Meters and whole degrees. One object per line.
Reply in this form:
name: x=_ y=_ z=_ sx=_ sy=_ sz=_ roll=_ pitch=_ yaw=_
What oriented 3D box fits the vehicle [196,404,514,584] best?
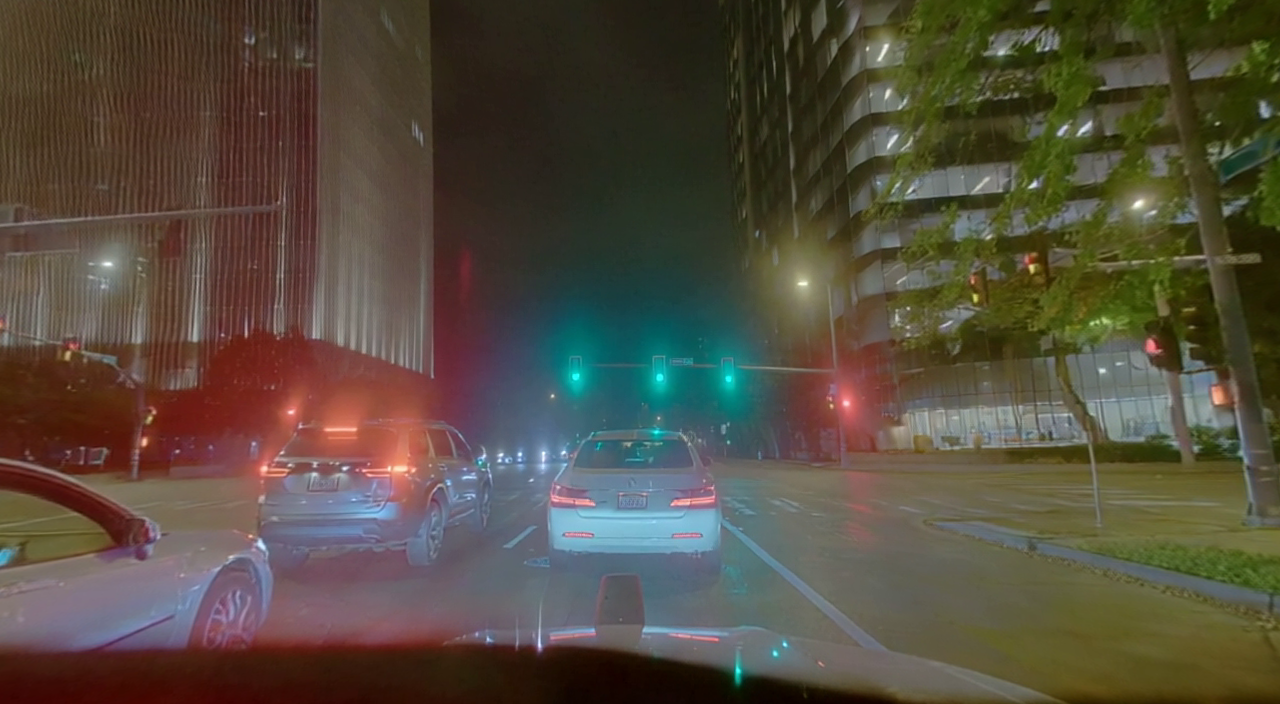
vehicle: x=-3.186 y=1.688 z=8.344 sx=2.081 sy=1.719 sz=4.434 roll=0 pitch=-8 yaw=1

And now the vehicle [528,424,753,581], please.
vehicle: x=0.016 y=1.756 z=8.154 sx=2.190 sy=1.522 sz=3.850 roll=0 pitch=-8 yaw=0
